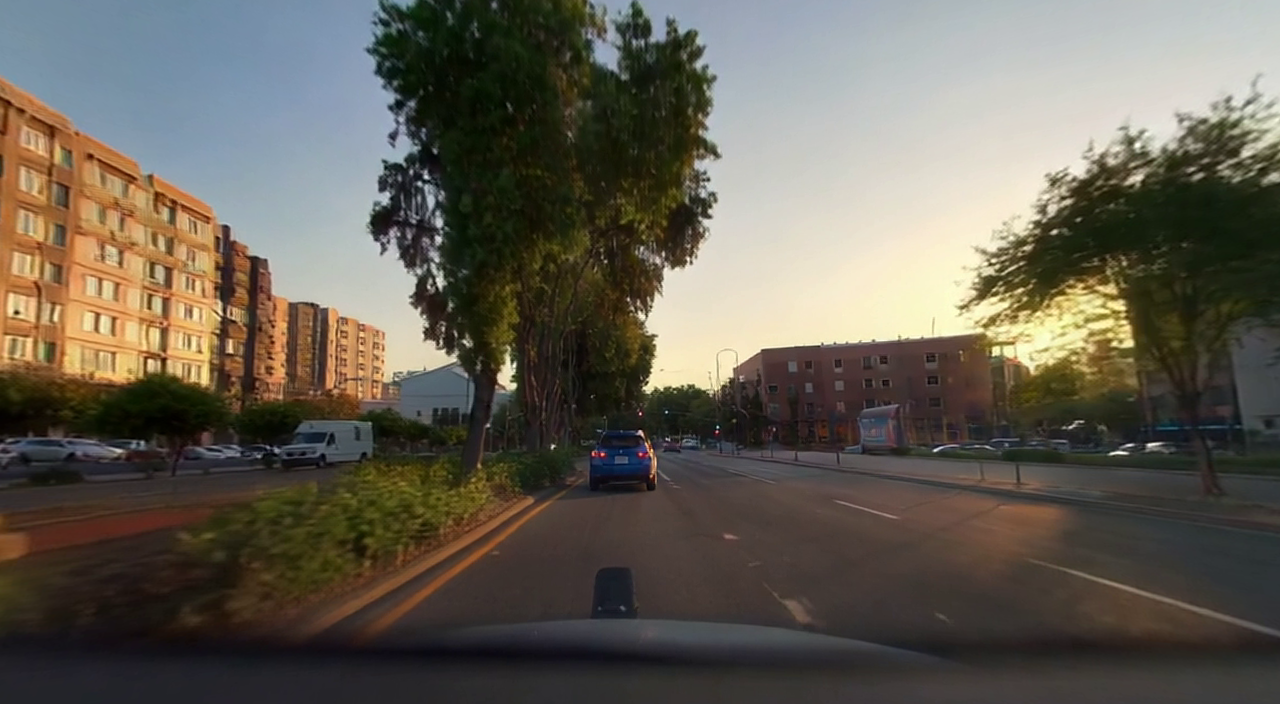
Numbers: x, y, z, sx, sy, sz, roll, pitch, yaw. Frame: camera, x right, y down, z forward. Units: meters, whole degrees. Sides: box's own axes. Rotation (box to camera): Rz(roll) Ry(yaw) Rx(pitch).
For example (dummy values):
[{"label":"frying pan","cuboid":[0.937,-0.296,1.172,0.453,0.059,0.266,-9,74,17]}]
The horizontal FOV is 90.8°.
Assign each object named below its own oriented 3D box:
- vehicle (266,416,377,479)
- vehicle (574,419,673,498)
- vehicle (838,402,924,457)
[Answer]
[{"label":"vehicle","cuboid":[-19.205,5.844,38.817,2.811,3.399,7.898,1,-9,-2]},{"label":"vehicle","cuboid":[-0.432,2.775,16.741,2.277,1.816,4.192,0,-9,-2]},{"label":"vehicle","cuboid":[18.040,6.018,48.201,3.269,3.755,8.862,0,-9,2]}]
